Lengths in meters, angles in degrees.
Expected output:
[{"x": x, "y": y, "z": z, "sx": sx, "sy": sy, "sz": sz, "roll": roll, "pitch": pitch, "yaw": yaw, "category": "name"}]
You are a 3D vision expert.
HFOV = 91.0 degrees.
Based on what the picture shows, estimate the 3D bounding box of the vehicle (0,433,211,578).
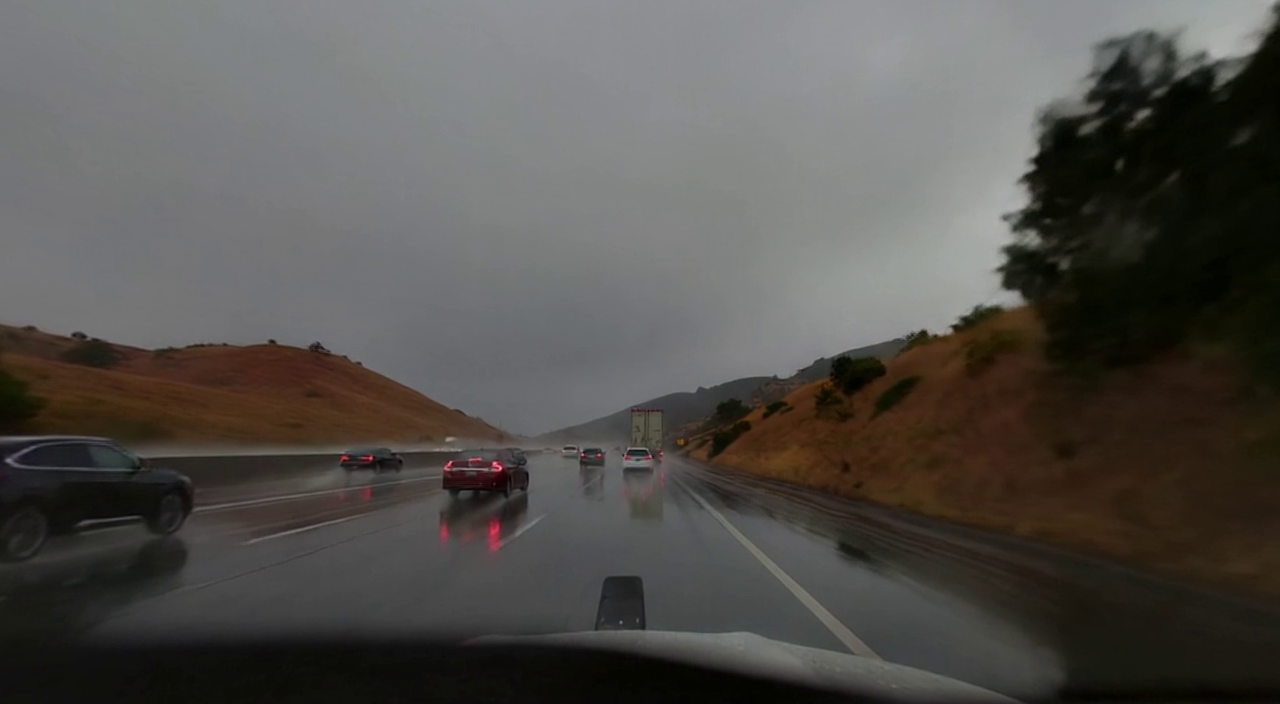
[{"x": -7.713, "y": 1.752, "z": 7.586, "sx": 2.029, "sy": 1.507, "sz": 4.204, "roll": 1, "pitch": -9, "yaw": 1, "category": "vehicle"}]

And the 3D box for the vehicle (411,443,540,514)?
[{"x": -3.884, "y": 3.061, "z": 15.811, "sx": 1.943, "sy": 1.468, "sz": 4.547, "roll": 1, "pitch": -9, "yaw": 1, "category": "vehicle"}]

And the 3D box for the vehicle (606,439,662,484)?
[{"x": -0.245, "y": 4.814, "z": 27.958, "sx": 2.281, "sy": 1.795, "sz": 4.297, "roll": 1, "pitch": -9, "yaw": 0, "category": "vehicle"}]

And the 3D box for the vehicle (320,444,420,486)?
[{"x": -10.708, "y": 4.489, "z": 25.402, "sx": 1.950, "sy": 1.507, "sz": 4.527, "roll": 1, "pitch": -9, "yaw": 1, "category": "vehicle"}]

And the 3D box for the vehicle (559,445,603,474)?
[{"x": -3.540, "y": 6.587, "z": 38.843, "sx": 2.155, "sy": 1.661, "sz": 4.477, "roll": 0, "pitch": -9, "yaw": 1, "category": "vehicle"}]
